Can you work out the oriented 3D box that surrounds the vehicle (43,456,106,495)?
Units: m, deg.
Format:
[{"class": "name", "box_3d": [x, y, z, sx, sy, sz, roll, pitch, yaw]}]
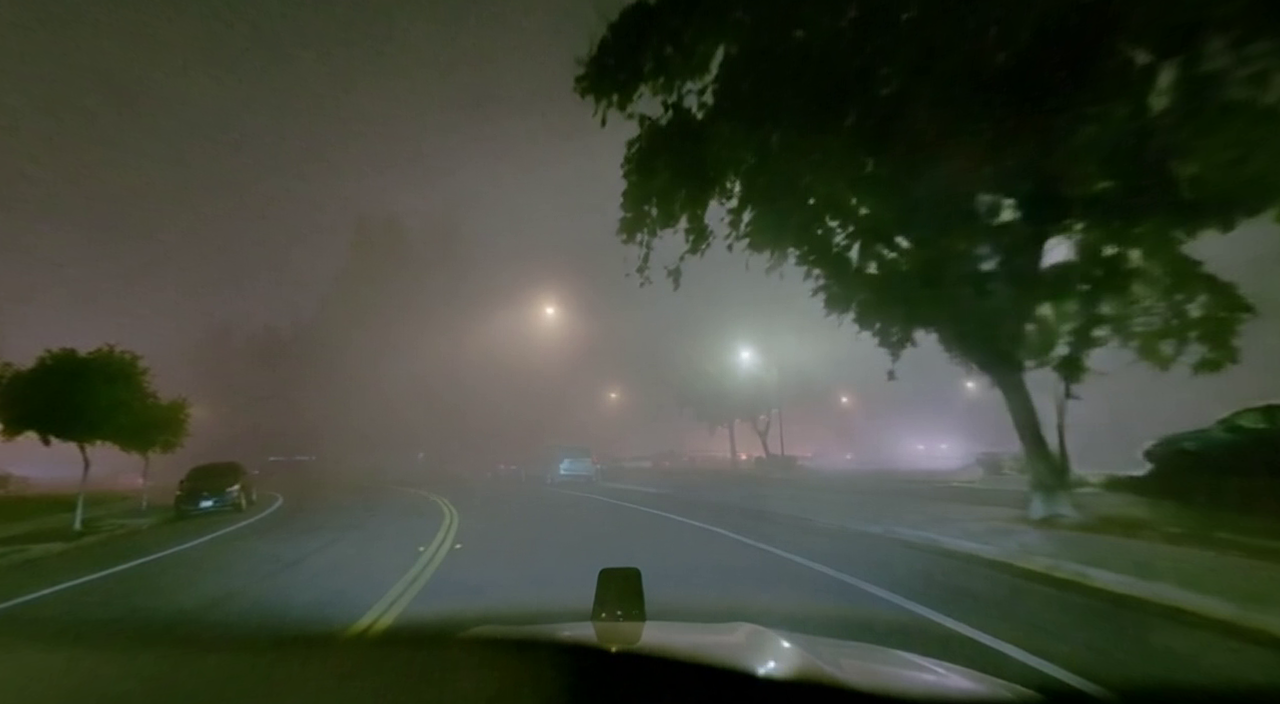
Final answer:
[{"class": "vehicle", "box_3d": [-42.070, 9.071, 46.961, 5.472, 2.223, 2.382, -3, -5, 37]}]

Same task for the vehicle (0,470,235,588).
[{"class": "vehicle", "box_3d": [-9.335, 2.622, 9.696, 2.876, 1.170, 6.732, -3, -8, -10]}]

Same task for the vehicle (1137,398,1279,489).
[{"class": "vehicle", "box_3d": [12.604, 1.785, 12.350, 4.248, 1.657, 1.940, -5, -10, 32]}]

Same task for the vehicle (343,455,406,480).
[{"class": "vehicle", "box_3d": [-17.985, 7.774, 42.721, 4.713, 1.508, 1.884, -7, -11, 40]}]

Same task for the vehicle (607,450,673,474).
[{"class": "vehicle", "box_3d": [0.056, 7.005, 40.529, 2.218, 1.373, 4.156, -7, -10, 35]}]

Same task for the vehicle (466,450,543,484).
[{"class": "vehicle", "box_3d": [-6.919, 5.751, 31.918, 2.066, 1.509, 4.579, 6, -10, -36]}]

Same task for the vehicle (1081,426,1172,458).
[{"class": "vehicle", "box_3d": [30.010, 5.547, 39.048, 4.251, 1.666, 2.136, -7, -5, 39]}]

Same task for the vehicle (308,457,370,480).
[{"class": "vehicle", "box_3d": [-22.010, 8.431, 46.079, 4.789, 1.509, 2.016, -6, -11, 37]}]

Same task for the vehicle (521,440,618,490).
[{"class": "vehicle", "box_3d": [-2.956, 4.475, 25.509, 2.289, 1.785, 4.944, 4, -9, -26]}]
